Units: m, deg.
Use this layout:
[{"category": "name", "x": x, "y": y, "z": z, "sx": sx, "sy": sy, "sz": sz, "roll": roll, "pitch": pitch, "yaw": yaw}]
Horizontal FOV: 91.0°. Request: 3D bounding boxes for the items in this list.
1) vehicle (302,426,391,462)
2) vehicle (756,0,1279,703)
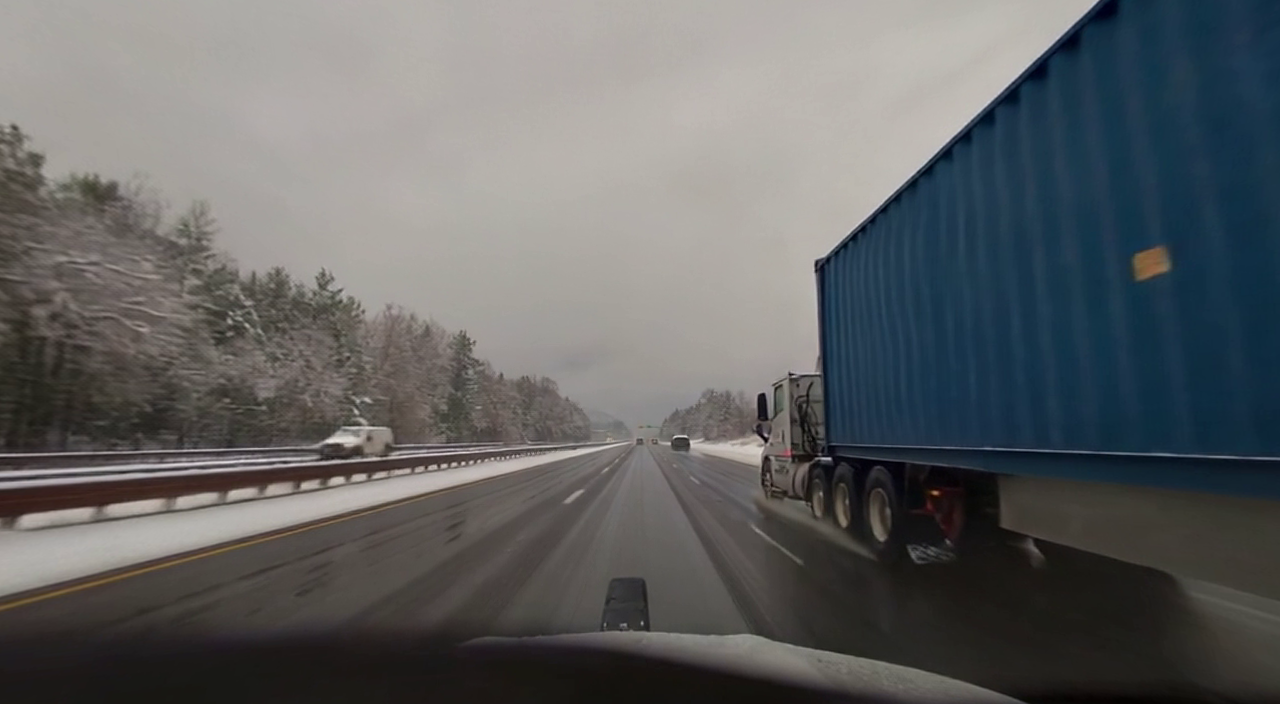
[{"category": "vehicle", "x": -15.086, "y": 4.775, "z": 32.665, "sx": 2.109, "sy": 1.742, "sz": 4.977, "roll": 0, "pitch": -8, "yaw": 1}, {"category": "vehicle", "x": 4.031, "y": 0.304, "z": 7.527, "sx": 2.903, "sy": 4.003, "sz": 13.046, "roll": 0, "pitch": -8, "yaw": 1}]
